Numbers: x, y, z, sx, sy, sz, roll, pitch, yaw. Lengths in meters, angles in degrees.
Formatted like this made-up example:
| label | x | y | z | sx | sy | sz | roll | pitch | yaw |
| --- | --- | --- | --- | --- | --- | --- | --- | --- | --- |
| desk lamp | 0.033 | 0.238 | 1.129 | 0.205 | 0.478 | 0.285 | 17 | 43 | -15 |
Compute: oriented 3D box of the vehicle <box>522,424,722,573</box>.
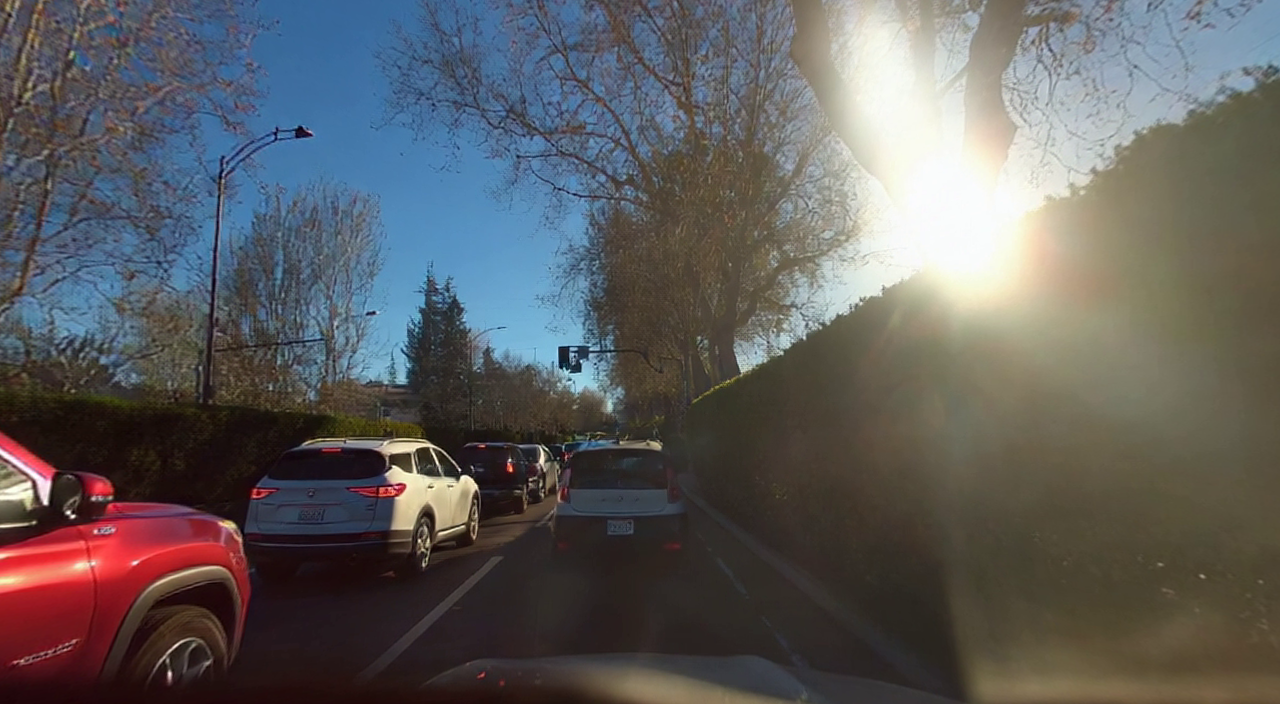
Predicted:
| label | x | y | z | sx | sy | sz | roll | pitch | yaw |
| --- | --- | --- | --- | --- | --- | --- | --- | --- | --- |
| vehicle | -0.226 | 1.897 | 8.849 | 2.154 | 1.581 | 4.007 | 0 | -9 | -1 |

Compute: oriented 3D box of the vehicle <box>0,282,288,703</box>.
| label | x | y | z | sx | sy | sz | roll | pitch | yaw |
| --- | --- | --- | --- | --- | --- | --- | --- | --- | --- |
| vehicle | -3.284 | 0.678 | 1.267 | 2.205 | 1.913 | 5.327 | -5 | -8 | -2 |

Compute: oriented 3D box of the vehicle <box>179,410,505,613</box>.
| label | x | y | z | sx | sy | sz | roll | pitch | yaw |
| --- | --- | --- | --- | --- | --- | --- | --- | --- | --- |
| vehicle | -3.410 | 1.864 | 8.334 | 2.256 | 1.728 | 4.421 | -6 | -8 | -2 |
